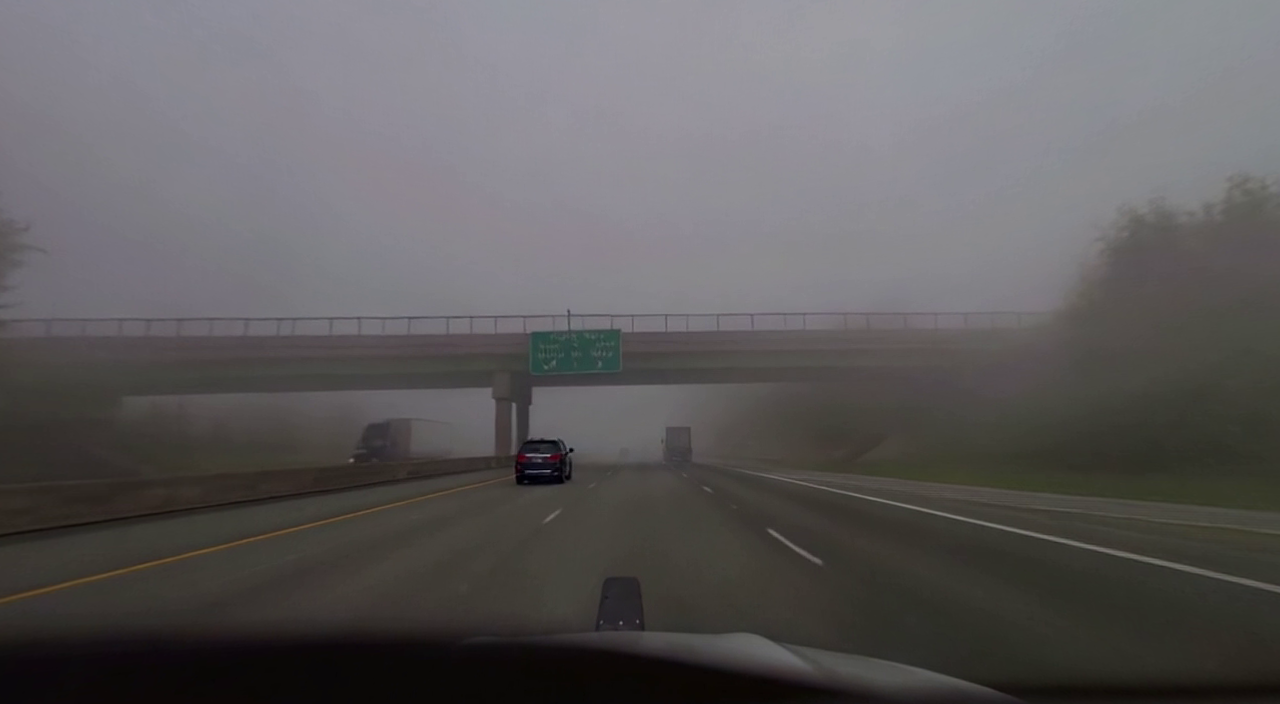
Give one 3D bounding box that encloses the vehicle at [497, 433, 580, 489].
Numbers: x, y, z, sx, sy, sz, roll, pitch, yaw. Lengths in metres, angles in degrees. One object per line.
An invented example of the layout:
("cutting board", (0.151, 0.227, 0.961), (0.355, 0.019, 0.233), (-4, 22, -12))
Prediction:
("vehicle", (-3.545, 3.915, 22.911), (2.238, 1.792, 4.518), (0, -9, 0))
